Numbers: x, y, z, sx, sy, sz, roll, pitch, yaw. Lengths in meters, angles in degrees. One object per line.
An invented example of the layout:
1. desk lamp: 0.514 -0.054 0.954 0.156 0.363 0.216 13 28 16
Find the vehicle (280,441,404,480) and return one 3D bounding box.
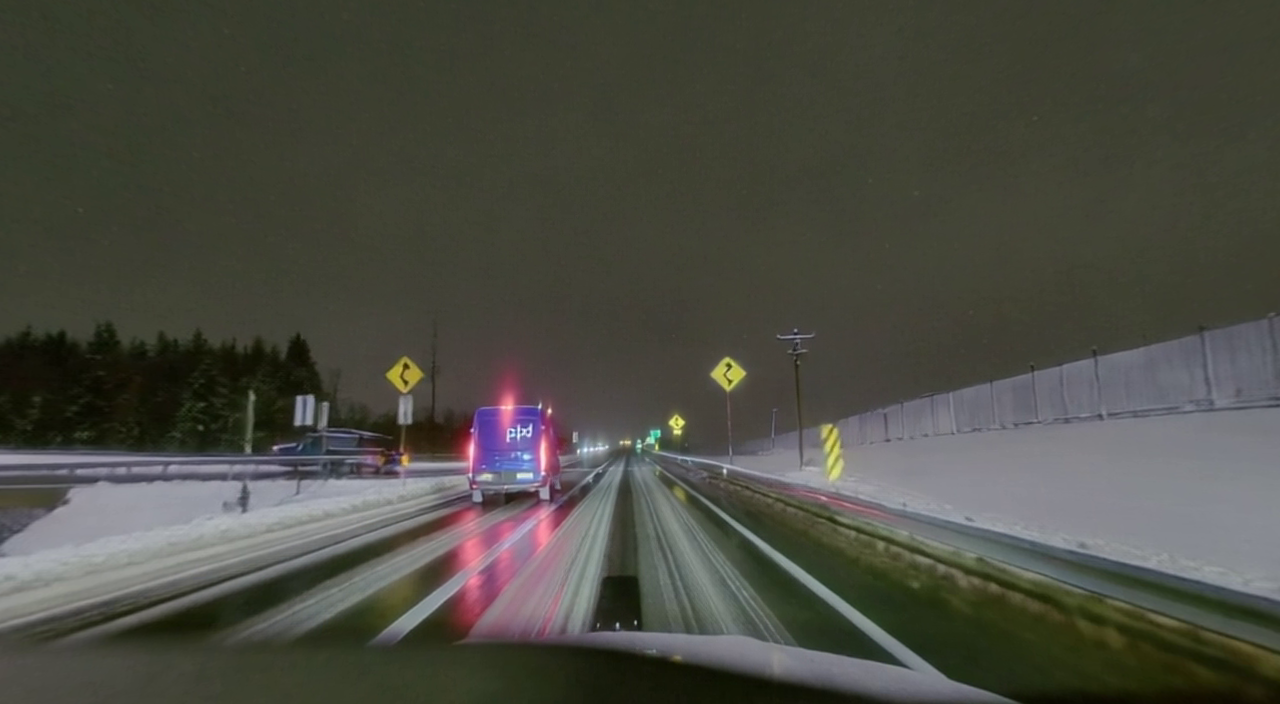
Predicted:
1. vehicle: -12.543 4.594 26.721 4.396 1.557 1.952 2 -9 -15

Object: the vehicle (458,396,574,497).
1. vehicle: -3.623 3.027 20.100 2.463 2.640 7.034 0 -9 -2
